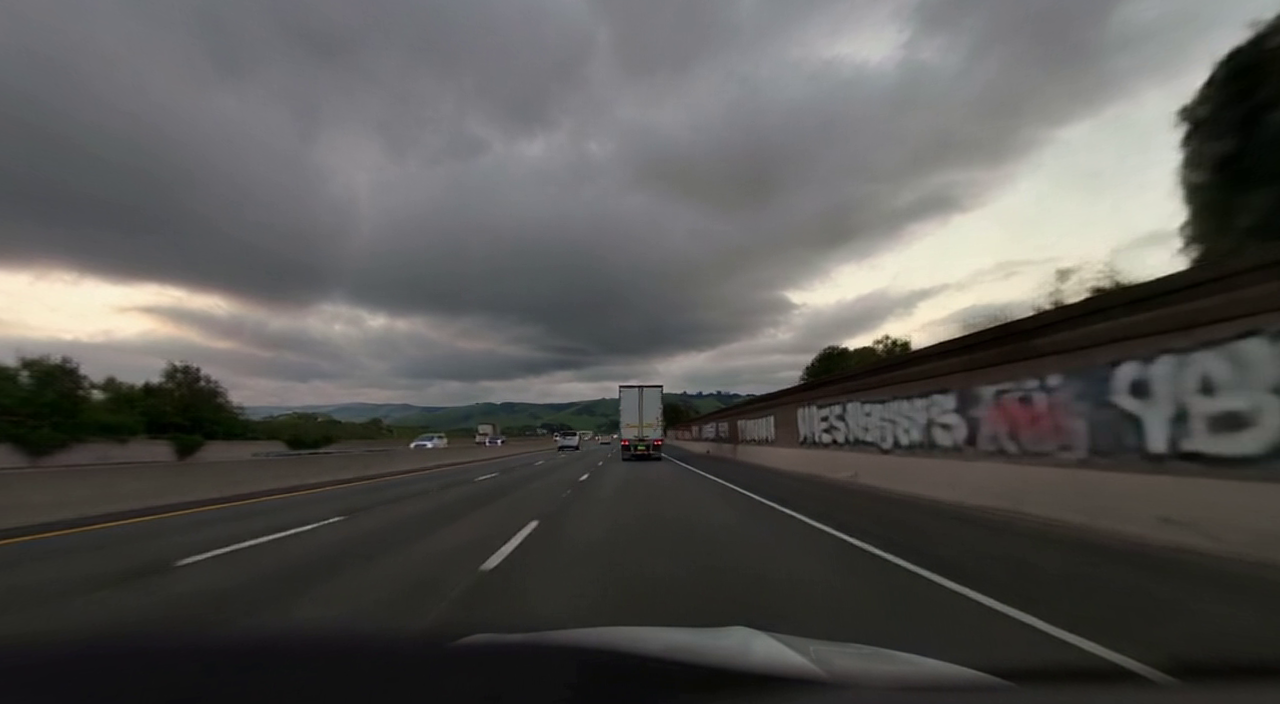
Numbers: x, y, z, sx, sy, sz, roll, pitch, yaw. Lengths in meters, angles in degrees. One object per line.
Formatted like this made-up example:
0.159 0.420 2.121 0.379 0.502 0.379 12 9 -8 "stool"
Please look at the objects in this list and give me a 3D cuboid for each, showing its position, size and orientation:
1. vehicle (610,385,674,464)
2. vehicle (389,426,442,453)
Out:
-0.142 4.184 35.610 2.921 3.765 10.773 1 -8 -3 "vehicle"
-15.765 6.166 44.527 2.030 1.734 4.748 0 -8 -1 "vehicle"
